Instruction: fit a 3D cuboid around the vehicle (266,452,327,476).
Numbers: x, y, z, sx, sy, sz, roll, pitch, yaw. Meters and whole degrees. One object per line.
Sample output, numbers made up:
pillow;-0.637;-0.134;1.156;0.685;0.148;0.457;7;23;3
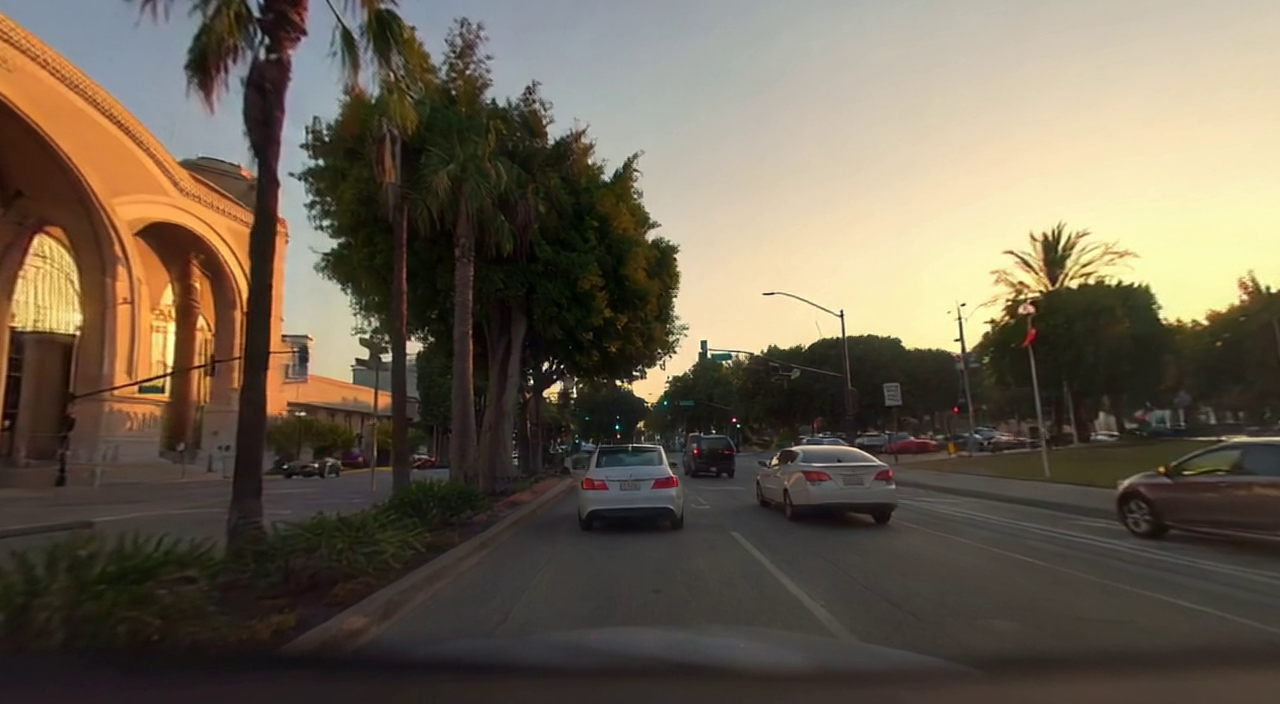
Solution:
vehicle;-24.187;7.867;44.656;1.857;1.532;4.386;0;-9;0

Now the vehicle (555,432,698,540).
vehicle;-0.201;2.207;10.998;2.050;1.521;3.747;0;-9;0

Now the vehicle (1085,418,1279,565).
vehicle;7.905;1.642;7.734;1.875;1.588;4.072;0;-8;-1

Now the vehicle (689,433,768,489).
vehicle;3.251;4.229;25.096;2.127;1.854;7.971;0;-8;1

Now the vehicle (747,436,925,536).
vehicle;3.306;2.332;11.629;1.833;1.465;4.258;0;-9;-1

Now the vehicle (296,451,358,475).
vehicle;-20.958;7.439;42.550;1.871;1.467;4.424;0;-9;0
